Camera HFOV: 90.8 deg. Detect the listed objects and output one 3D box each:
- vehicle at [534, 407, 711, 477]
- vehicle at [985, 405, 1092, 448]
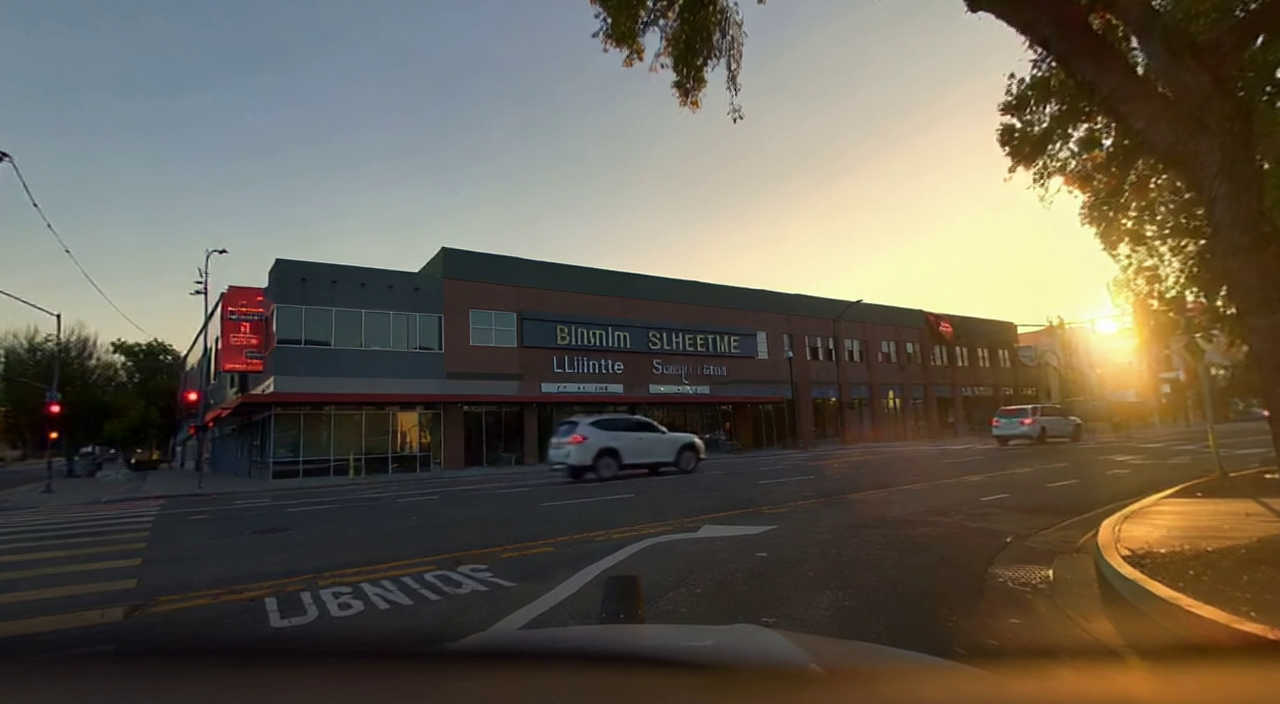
[{"bbox_3d":[-0.446,2.621,18.309,4.689,1.758,2.146,5,-10,-33],"label":"vehicle"},{"bbox_3d":[16.313,3.092,25.797,4.377,1.624,1.953,6,-10,-34],"label":"vehicle"}]
